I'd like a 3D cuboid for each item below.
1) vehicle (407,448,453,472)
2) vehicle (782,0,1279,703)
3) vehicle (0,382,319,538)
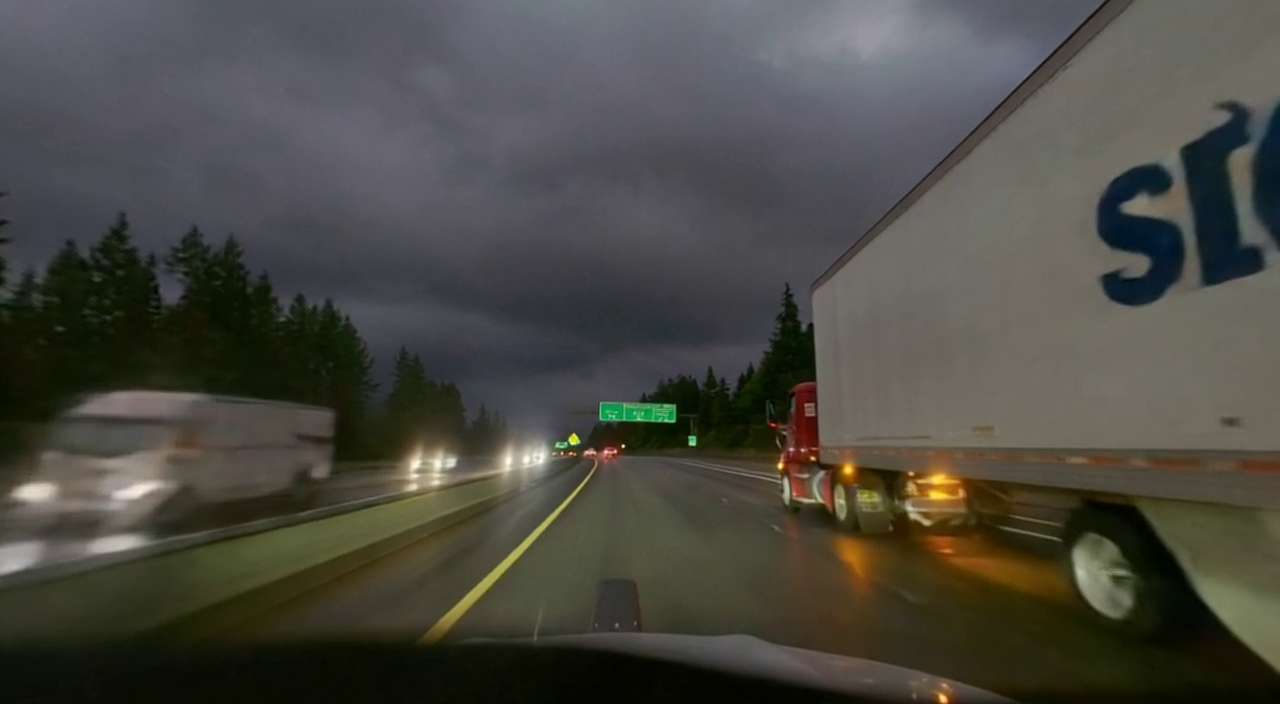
[{"bbox_3d":[-15.057,7.730,45.119,1.928,1.599,4.549,0,-9,-2],"label":"vehicle"},{"bbox_3d":[4.433,0.324,7.237,3.016,3.971,10.405,0,-9,0],"label":"vehicle"},{"bbox_3d":[-9.586,2.210,13.272,2.491,2.522,5.985,0,-9,-1],"label":"vehicle"}]
